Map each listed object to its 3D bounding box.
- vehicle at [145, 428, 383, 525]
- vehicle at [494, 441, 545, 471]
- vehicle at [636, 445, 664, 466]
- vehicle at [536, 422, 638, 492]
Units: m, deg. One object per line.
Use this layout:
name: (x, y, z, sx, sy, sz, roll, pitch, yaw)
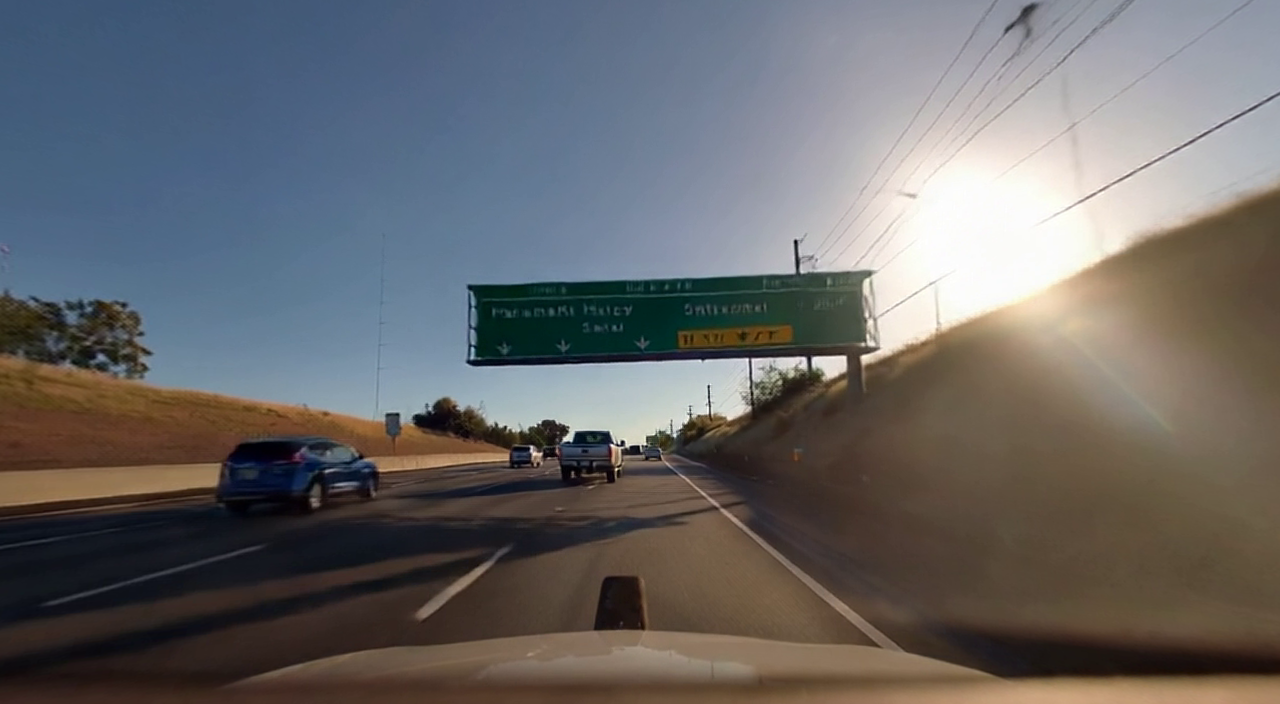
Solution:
vehicle: (-7.266, 2.426, 12.889, 2.055, 1.618, 4.457, 0, -8, 1)
vehicle: (-7.416, 6.437, 39.234, 2.143, 1.688, 4.776, 0, -8, 1)
vehicle: (0.705, 7.769, 47.282, 2.025, 1.485, 4.310, 0, -8, -1)
vehicle: (-1.600, 3.584, 21.892, 2.972, 2.087, 6.126, 0, -8, 0)
